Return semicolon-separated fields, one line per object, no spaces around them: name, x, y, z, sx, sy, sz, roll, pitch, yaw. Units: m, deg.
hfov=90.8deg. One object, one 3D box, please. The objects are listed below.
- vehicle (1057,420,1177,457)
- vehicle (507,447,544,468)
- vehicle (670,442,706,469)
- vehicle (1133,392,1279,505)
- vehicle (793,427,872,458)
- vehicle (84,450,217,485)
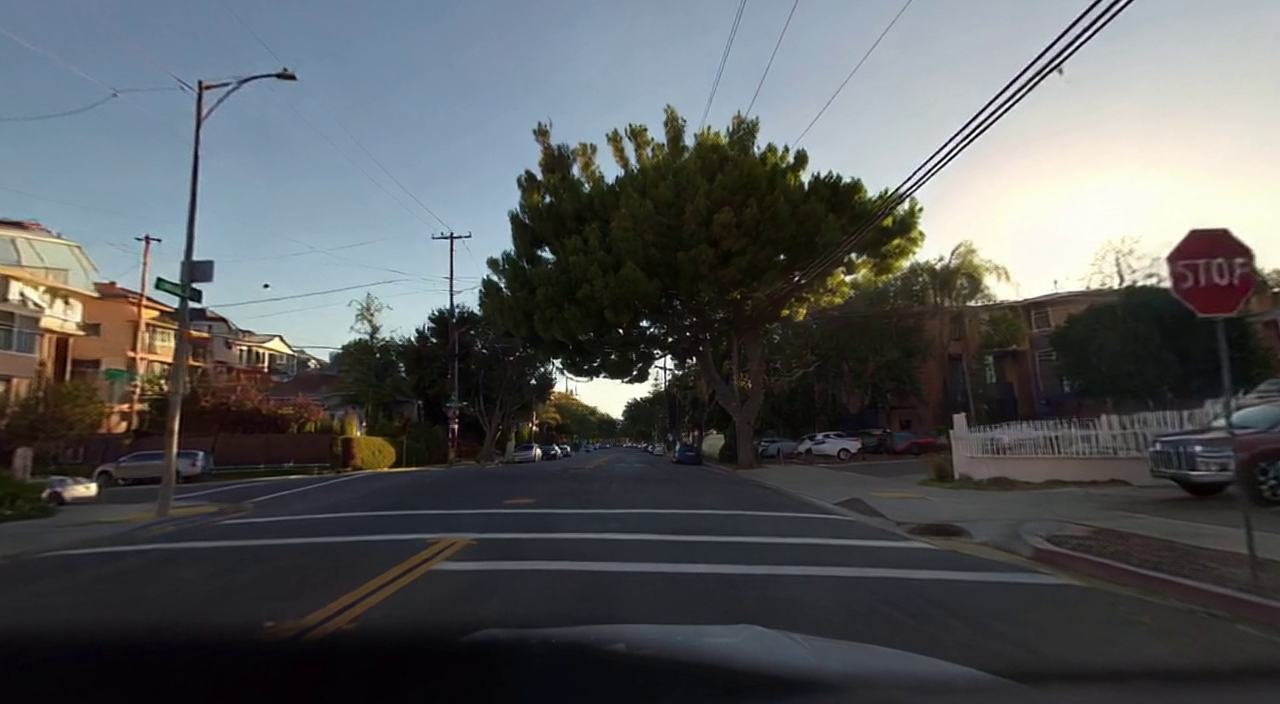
vehicle;22.402;4.094;29.800;4.002;1.505;2.061;-1;-10;-5
vehicle;-8.532;7.921;47.541;2.066;1.472;4.353;0;-8;-2
vehicle;3.251;7.084;43.484;1.993;1.755;4.256;0;-8;-2
vehicle;11.493;1.634;10.857;4.451;1.707;1.989;0;-8;-5
vehicle;11.270;5.292;36.879;4.509;1.664;1.981;6;-10;-34
vehicle;-22.213;5.247;28.794;4.424;1.486;1.814;0;-8;-2
